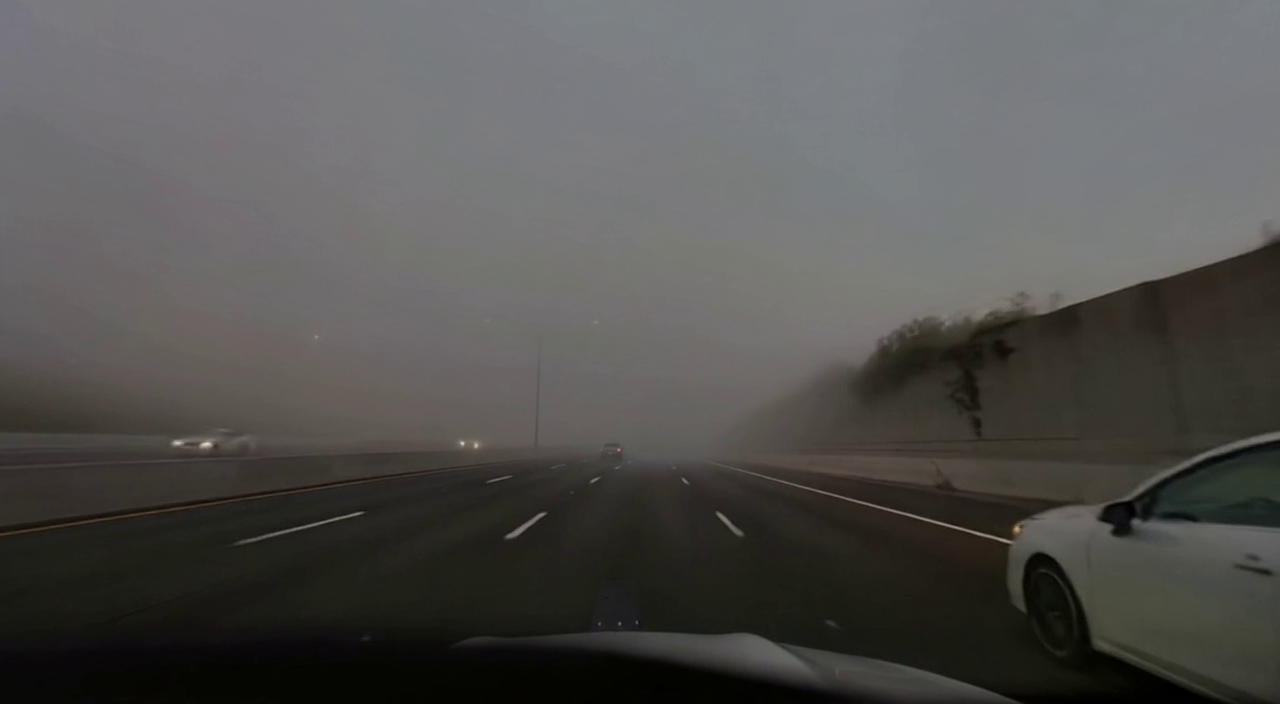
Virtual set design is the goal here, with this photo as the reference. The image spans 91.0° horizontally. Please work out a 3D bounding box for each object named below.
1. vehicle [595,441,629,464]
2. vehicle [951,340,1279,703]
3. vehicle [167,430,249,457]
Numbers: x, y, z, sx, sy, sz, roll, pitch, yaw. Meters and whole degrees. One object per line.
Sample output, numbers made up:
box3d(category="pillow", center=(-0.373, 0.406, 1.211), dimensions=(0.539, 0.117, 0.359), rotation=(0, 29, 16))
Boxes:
box3d(category="vehicle", center=(-1.999, 7.364, 46.388), dimensions=(2.088, 1.565, 4.410), rotation=(-1, -8, 3))
box3d(category="vehicle", center=(3.468, 0.857, 2.642), dimensions=(2.090, 1.715, 4.228), rotation=(0, -8, -1))
box3d(category="vehicle", center=(-25.733, 5.478, 37.701), dimensions=(1.793, 1.480, 4.260), rotation=(0, -8, 2))
